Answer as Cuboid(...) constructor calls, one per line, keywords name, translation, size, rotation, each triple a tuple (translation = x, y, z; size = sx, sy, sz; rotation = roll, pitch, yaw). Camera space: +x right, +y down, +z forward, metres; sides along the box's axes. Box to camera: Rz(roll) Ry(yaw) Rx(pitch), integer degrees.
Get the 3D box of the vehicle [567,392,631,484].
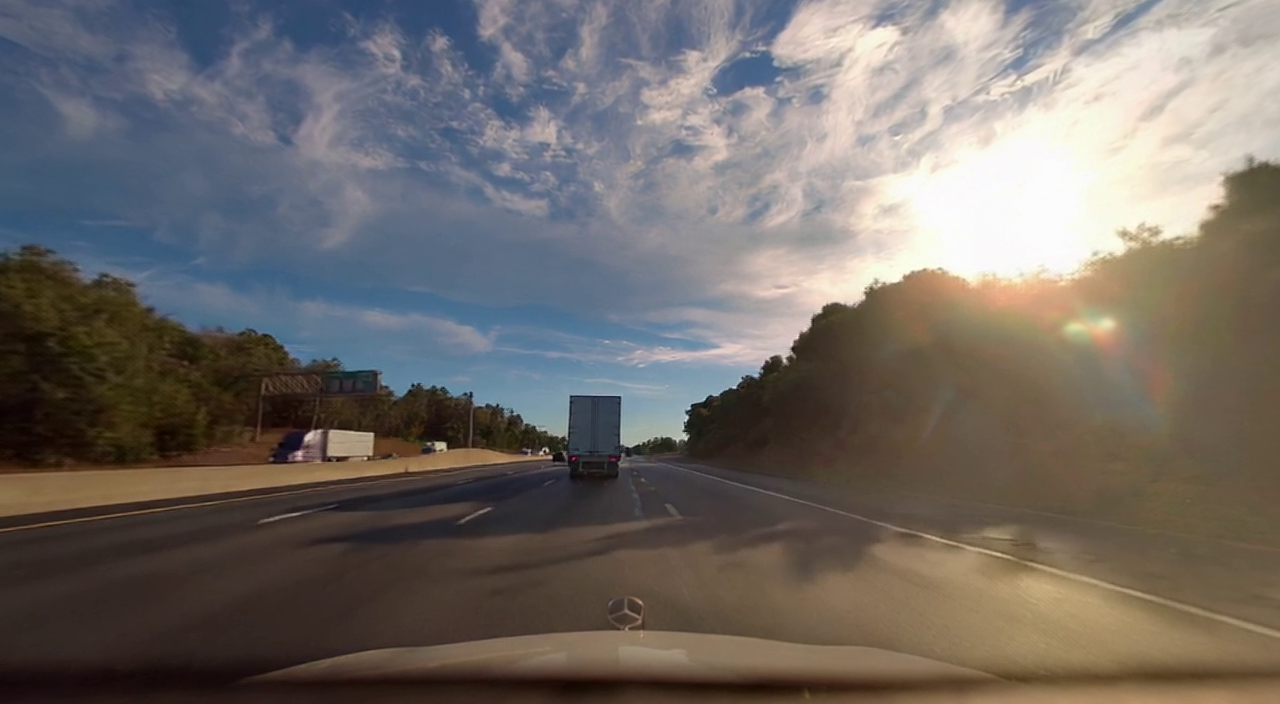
Cuboid(name="vehicle", translation=(-2.155, 4.798, 34.338), size=(2.875, 4.056, 12.312), rotation=(0, -9, -3))
